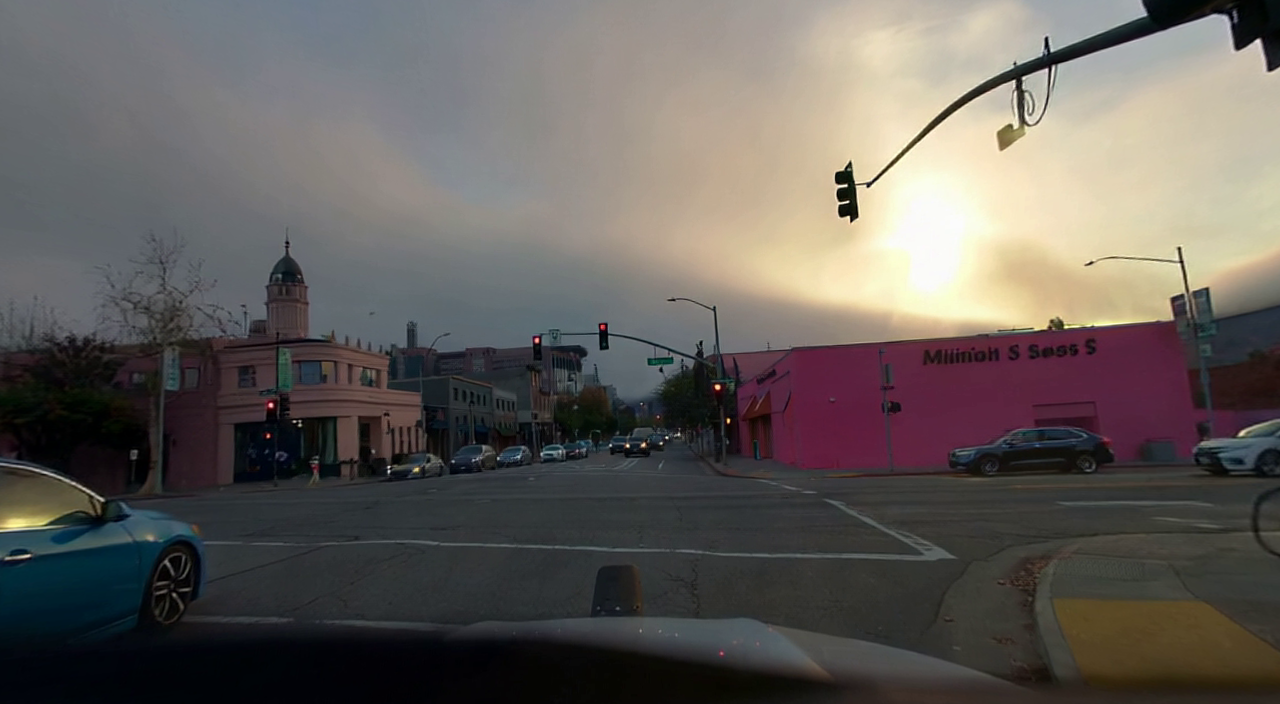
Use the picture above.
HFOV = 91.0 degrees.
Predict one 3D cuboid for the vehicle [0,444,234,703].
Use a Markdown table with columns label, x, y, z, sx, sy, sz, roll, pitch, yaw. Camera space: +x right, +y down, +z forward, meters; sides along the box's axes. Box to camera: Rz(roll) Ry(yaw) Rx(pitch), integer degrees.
| label | x | y | z | sx | sy | sz | roll | pitch | yaw |
| --- | --- | --- | --- | --- | --- | --- | --- | --- | --- |
| vehicle | -3.688 | 0.978 | 2.144 | 1.759 | 1.325 | 4.295 | 0 | -9 | 0 |

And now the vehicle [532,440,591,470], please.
| label | x | y | z | sx | sy | sz | roll | pitch | yaw |
| --- | --- | --- | --- | --- | --- | --- | --- | --- | --- |
| vehicle | -4.497 | 5.993 | 36.856 | 1.928 | 1.647 | 4.575 | -2 | -9 | 13 |

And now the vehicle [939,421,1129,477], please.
| label | x | y | z | sx | sy | sz | roll | pitch | yaw |
| --- | --- | --- | --- | --- | --- | --- | --- | --- | --- |
| vehicle | 11.575 | 2.892 | 18.791 | 4.355 | 1.546 | 1.820 | -1 | -9 | 6 |

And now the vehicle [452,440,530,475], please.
| label | x | y | z | sx | sy | sz | roll | pitch | yaw |
| --- | --- | --- | --- | --- | --- | --- | --- | --- | --- |
| vehicle | -8.393 | 5.980 | 36.058 | 2.152 | 1.825 | 5.406 | -2 | -9 | 12 |

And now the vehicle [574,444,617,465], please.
| label | x | y | z | sx | sy | sz | roll | pitch | yaw |
| --- | --- | --- | --- | --- | --- | --- | --- | --- | --- |
| vehicle | -3.043 | 7.167 | 44.031 | 1.743 | 1.362 | 4.350 | -2 | -9 | 14 |

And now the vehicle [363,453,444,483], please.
| label | x | y | z | sx | sy | sz | roll | pitch | yaw |
| --- | --- | --- | --- | --- | --- | --- | --- | --- | --- |
| vehicle | -12.586 | 6.175 | 33.872 | 1.976 | 1.425 | 4.567 | -1 | -9 | 9 |
